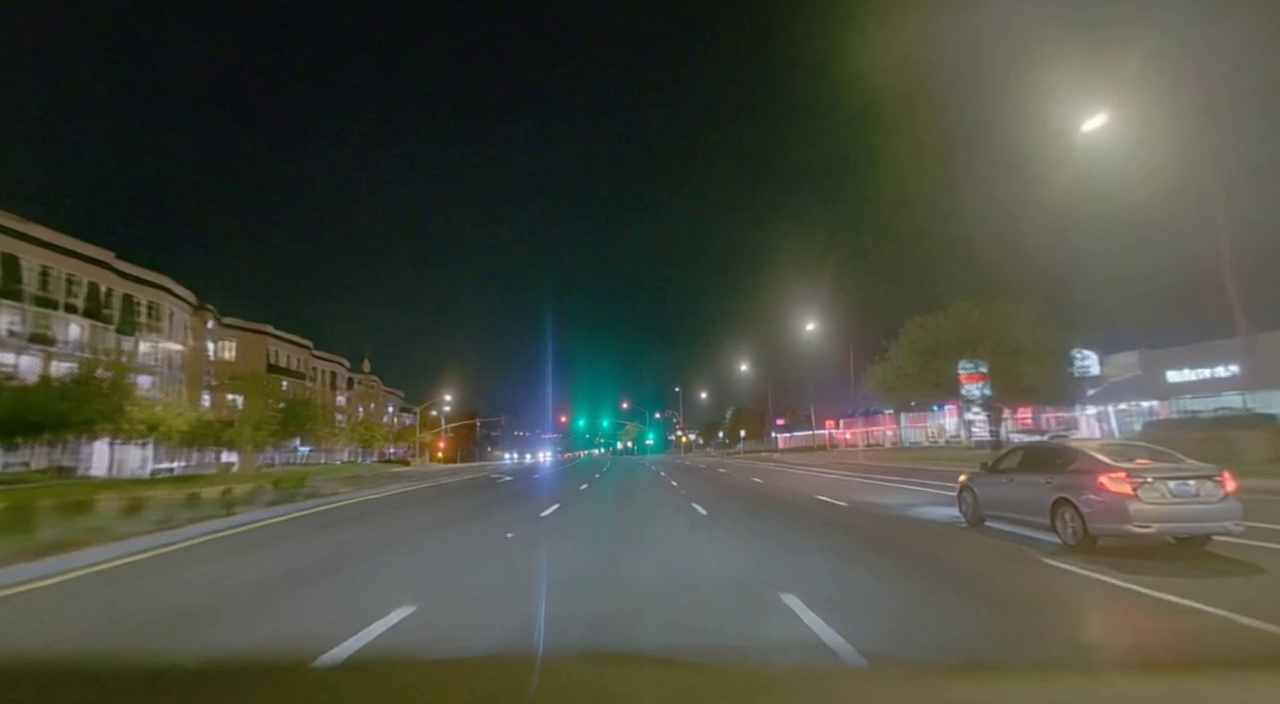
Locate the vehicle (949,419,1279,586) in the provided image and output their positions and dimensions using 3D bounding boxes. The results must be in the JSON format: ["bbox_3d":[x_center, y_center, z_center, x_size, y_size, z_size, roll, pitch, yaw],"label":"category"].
[{"bbox_3d":[6.123,1.696,8.033,2.070,1.491,4.575,0,-9,0],"label":"vehicle"}]
